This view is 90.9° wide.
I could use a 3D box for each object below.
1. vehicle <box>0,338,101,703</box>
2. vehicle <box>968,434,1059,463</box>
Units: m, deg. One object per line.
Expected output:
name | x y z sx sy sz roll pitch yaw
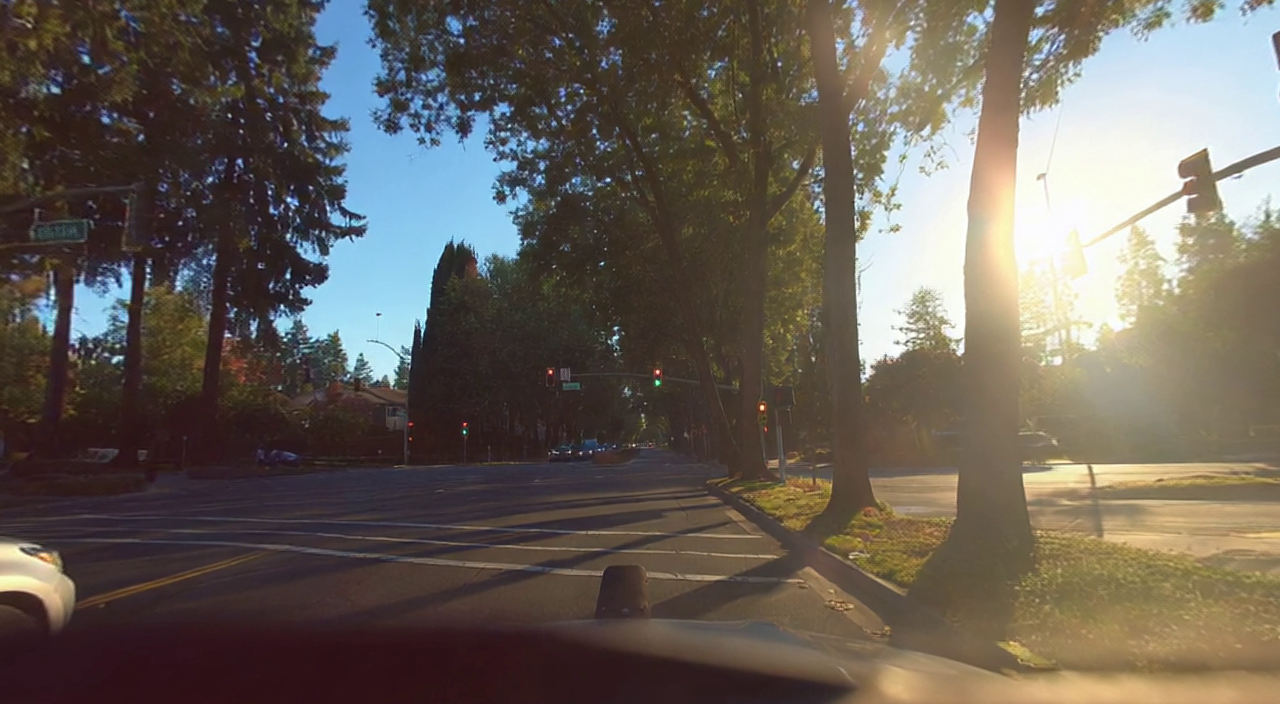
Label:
vehicle | -3.266 0.529 0.407 1.954 1.689 4.347 0 -8 0
vehicle | 20.042 5.189 34.005 3.952 1.468 1.768 -4 -9 22
